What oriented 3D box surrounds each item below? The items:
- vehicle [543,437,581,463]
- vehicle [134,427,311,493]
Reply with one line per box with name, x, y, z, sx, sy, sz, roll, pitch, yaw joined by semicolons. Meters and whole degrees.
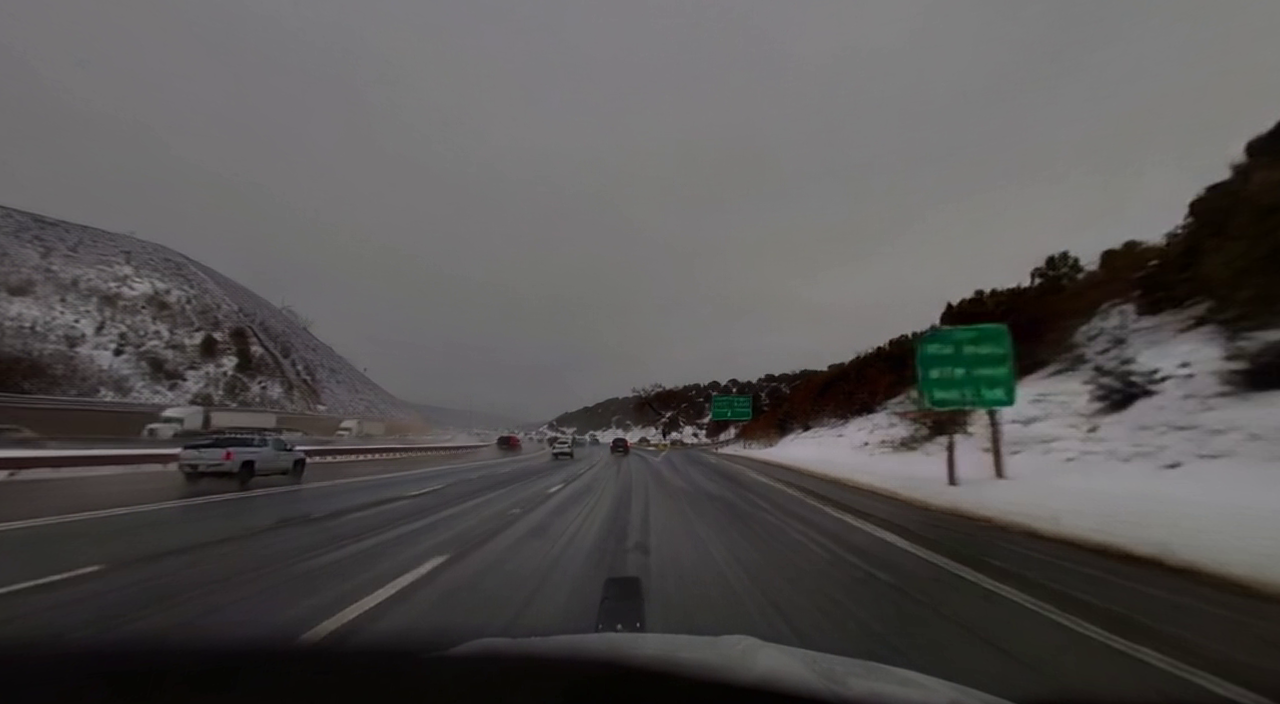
vehicle;-5.125;6.502;41.820;2.060;1.631;4.214;0;-8;-1
vehicle;-11.704;3.066;18.138;2.047;1.645;4.451;0;-8;-1
